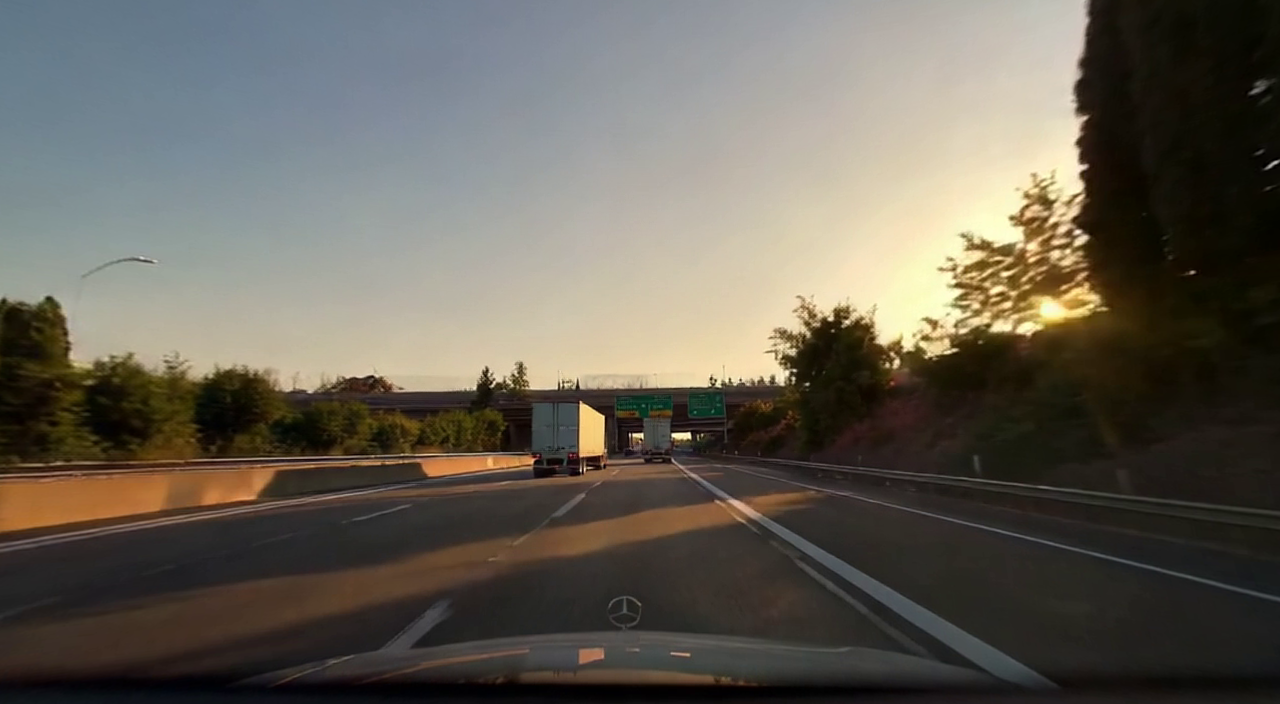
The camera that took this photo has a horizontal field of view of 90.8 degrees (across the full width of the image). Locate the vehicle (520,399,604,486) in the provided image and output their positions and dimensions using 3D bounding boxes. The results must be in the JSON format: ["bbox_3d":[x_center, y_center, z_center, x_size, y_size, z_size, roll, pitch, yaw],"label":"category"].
[{"bbox_3d":[-3.164,3.960,27.473,2.696,3.266,7.062,0,-9,0],"label":"vehicle"}]
